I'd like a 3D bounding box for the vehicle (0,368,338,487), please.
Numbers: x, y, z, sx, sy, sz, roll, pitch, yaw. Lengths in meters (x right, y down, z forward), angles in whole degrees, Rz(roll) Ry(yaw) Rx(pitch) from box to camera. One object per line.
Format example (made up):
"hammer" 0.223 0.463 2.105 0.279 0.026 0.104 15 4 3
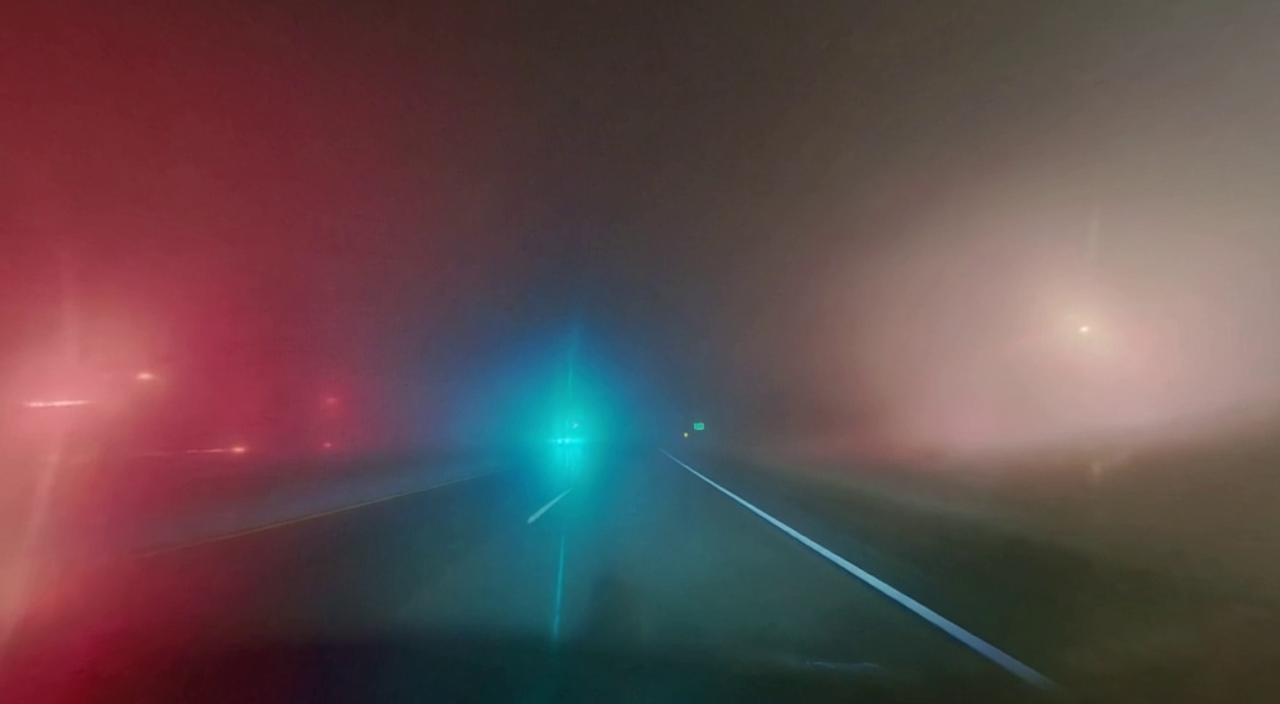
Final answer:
"vehicle" -20.996 3.823 30.255 3.342 3.886 19.463 -1 -8 0
